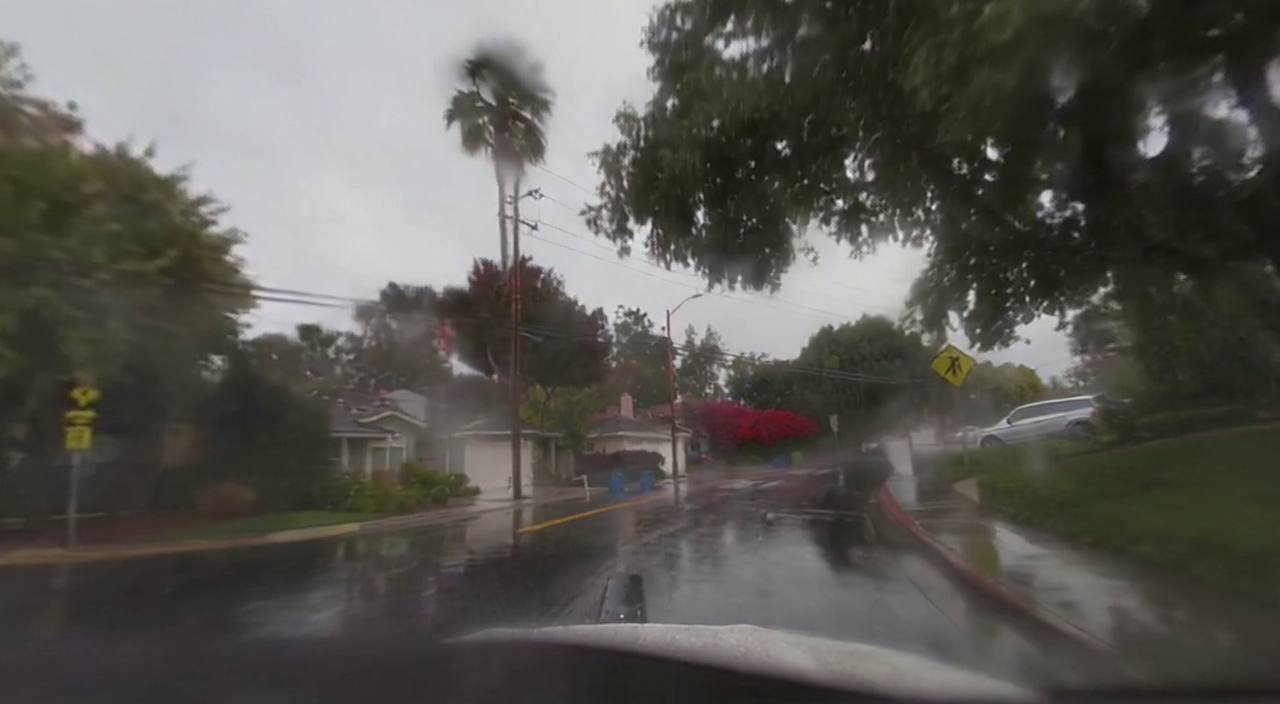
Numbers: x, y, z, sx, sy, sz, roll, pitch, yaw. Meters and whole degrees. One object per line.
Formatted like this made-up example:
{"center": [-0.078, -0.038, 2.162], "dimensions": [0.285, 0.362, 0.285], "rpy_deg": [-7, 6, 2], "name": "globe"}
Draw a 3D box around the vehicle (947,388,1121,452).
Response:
{"center": [14.293, 2.584, 23.109], "dimensions": [5.011, 2.014, 2.056], "rpy_deg": [-8, -13, 39], "name": "vehicle"}
